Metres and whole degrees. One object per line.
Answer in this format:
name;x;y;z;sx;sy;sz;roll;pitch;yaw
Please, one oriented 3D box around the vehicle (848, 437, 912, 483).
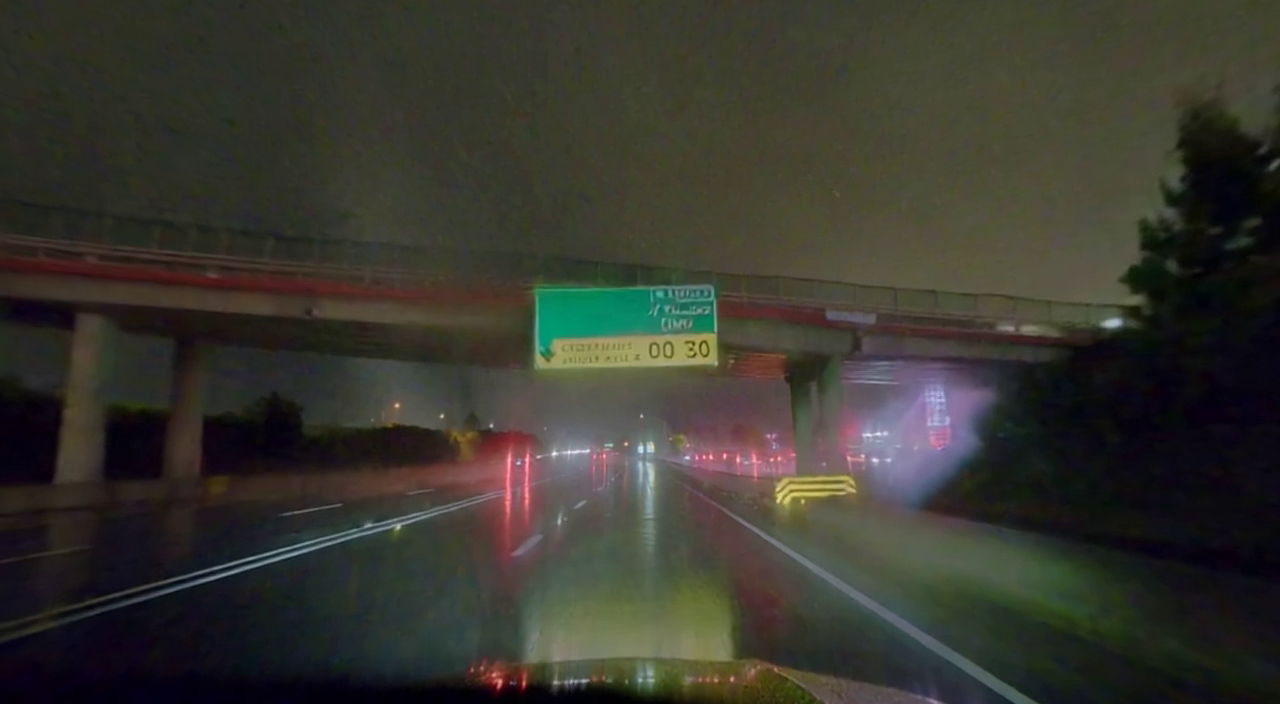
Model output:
vehicle;18.600;8.391;49.184;2.594;3.362;5.549;1;-9;-1
